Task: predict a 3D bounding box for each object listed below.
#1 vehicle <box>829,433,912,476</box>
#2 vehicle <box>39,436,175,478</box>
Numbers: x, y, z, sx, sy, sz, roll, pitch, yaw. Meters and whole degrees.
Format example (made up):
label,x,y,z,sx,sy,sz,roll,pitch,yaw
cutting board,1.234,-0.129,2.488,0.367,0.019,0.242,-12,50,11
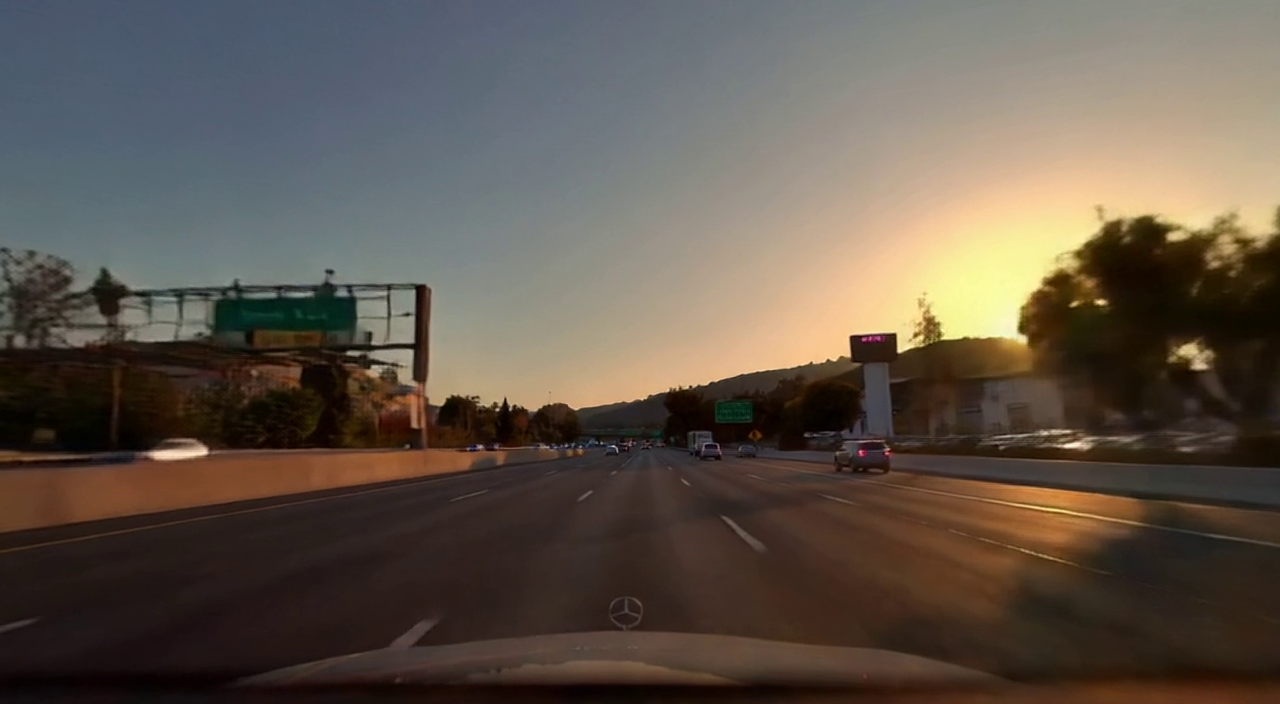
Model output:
label,x,y,z,sx,sy,sz,roll,pitch,yaw
vehicle,10.947,4.899,30.382,2.168,1.861,4.678,0,-8,-1
vehicle,-22.193,4.394,26.508,1.885,1.594,4.297,0,-9,1
